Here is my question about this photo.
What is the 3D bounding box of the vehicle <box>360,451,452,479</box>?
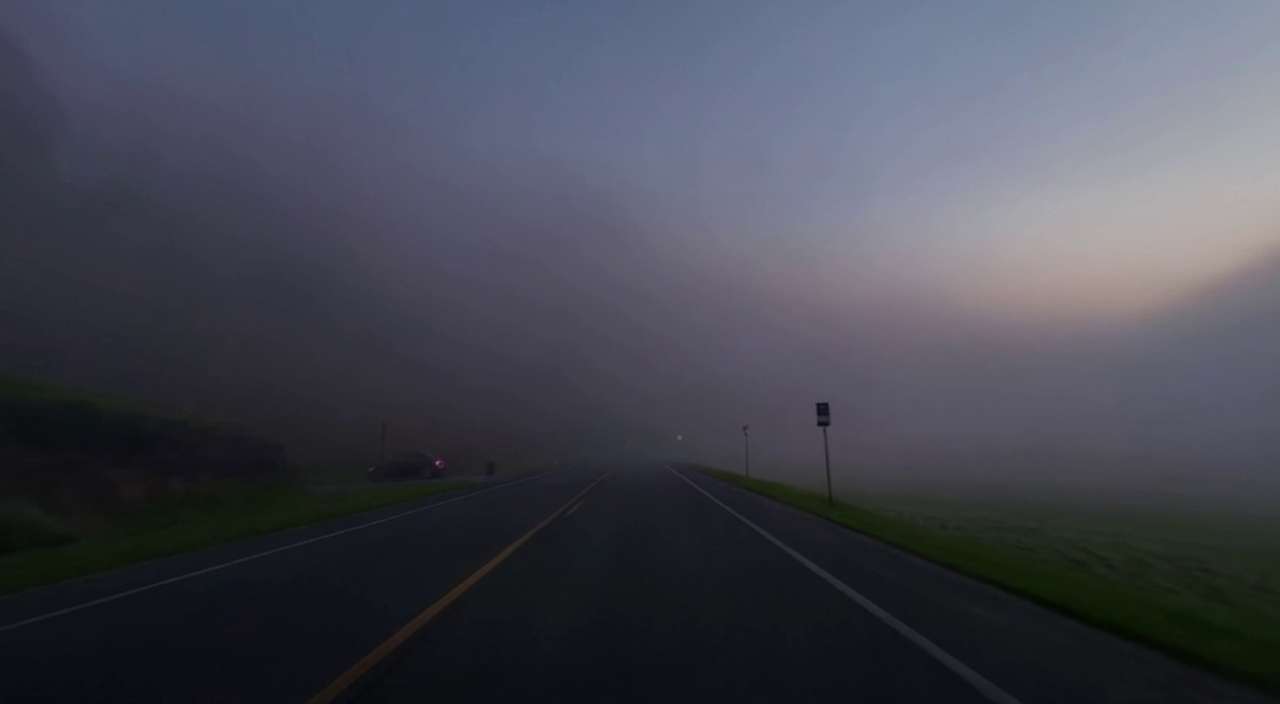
[{"bbox_3d":[-12.670,6.124,34.282,4.266,1.425,1.759,1,-8,-2],"label":"vehicle"}]
